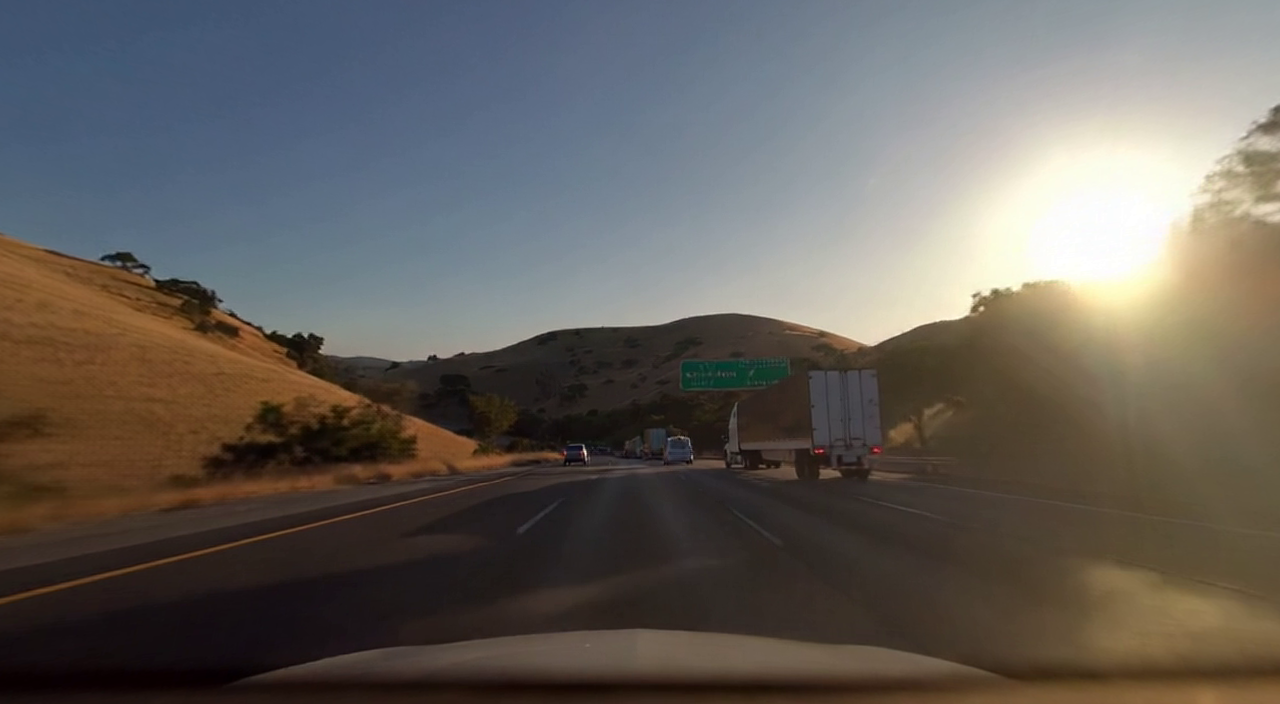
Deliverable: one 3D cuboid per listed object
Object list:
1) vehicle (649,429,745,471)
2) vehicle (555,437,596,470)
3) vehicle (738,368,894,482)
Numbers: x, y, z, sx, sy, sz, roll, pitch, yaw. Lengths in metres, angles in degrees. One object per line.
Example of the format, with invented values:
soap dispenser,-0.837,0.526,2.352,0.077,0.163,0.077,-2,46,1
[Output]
vehicle,3.084,5.492,35.468,5.075,2.277,2.365,0,-9,-3
vehicle,-4.205,6.707,41.871,2.193,1.977,4.759,0,-9,0
vehicle,7.748,3.897,31.457,2.935,4.187,16.357,0,-9,-1
